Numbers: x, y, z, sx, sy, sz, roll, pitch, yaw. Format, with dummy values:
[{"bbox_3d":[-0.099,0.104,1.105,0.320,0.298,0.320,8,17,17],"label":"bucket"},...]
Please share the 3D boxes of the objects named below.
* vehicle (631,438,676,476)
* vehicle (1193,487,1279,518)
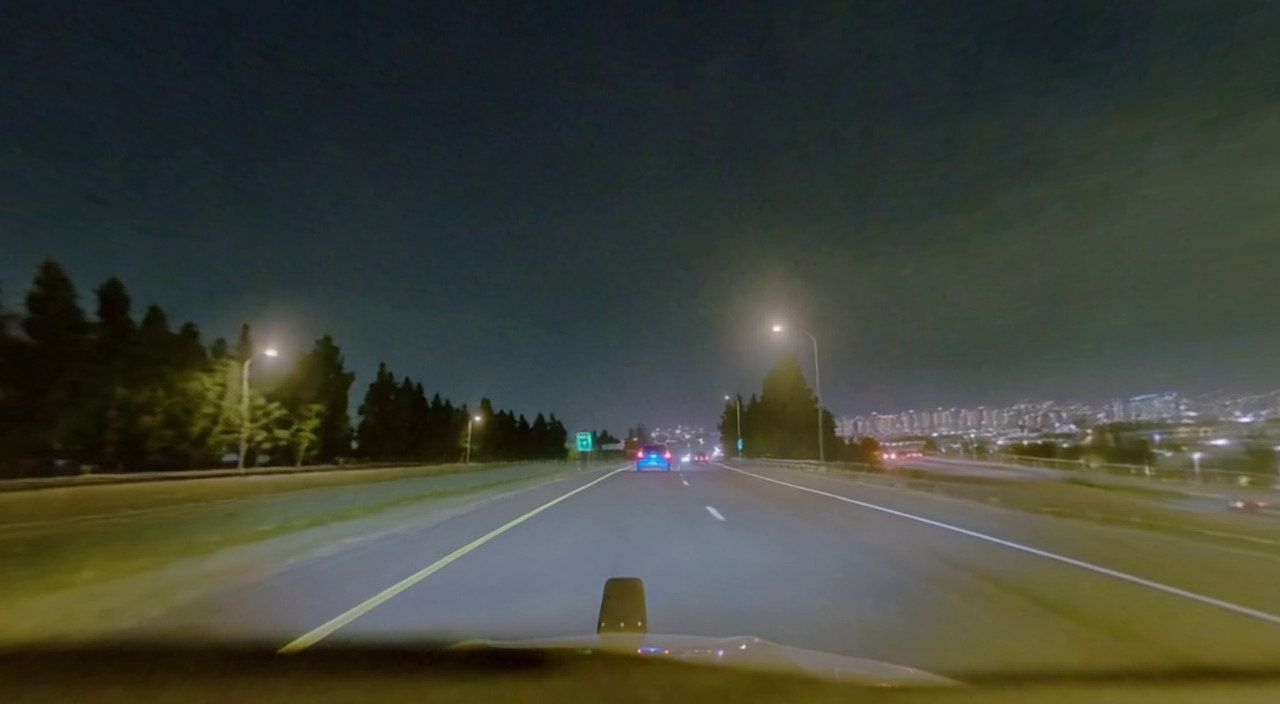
[{"bbox_3d":[0.843,6.373,38.302,2.546,2.126,5.153,-1,-9,2],"label":"vehicle"},{"bbox_3d":[47.810,11.775,49.231,6.211,2.137,2.358,-2,-9,6],"label":"vehicle"}]
